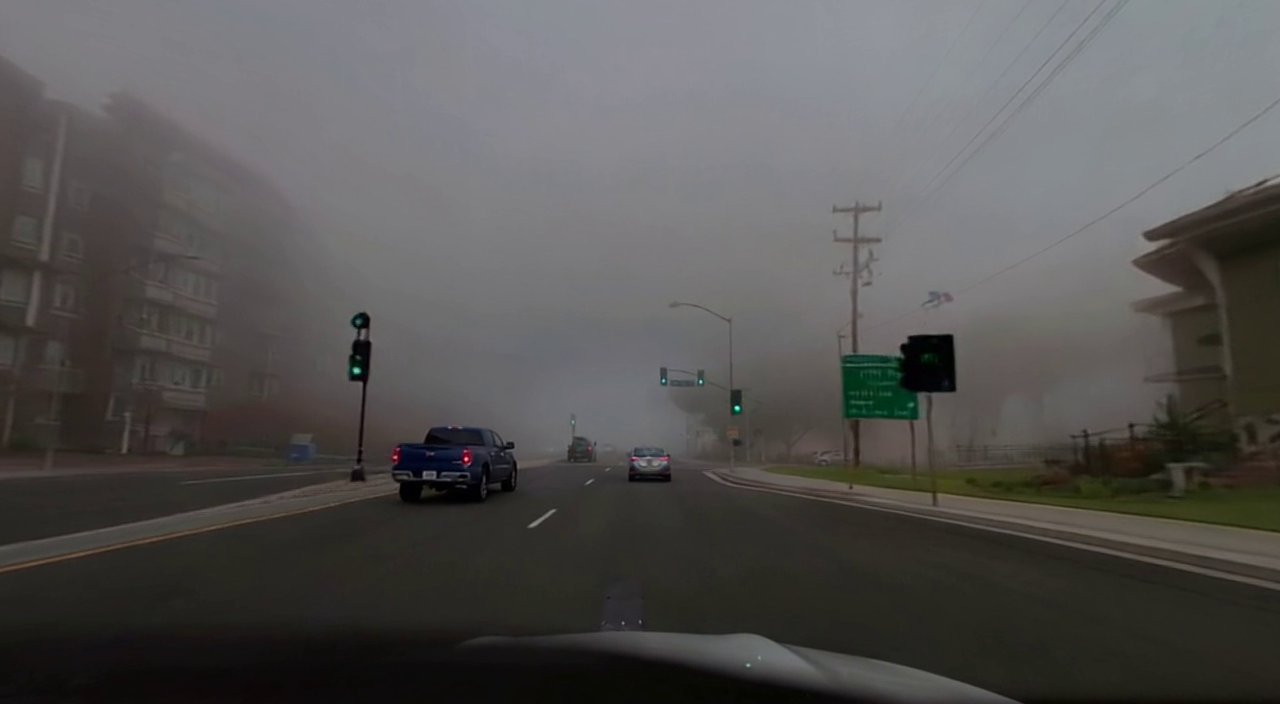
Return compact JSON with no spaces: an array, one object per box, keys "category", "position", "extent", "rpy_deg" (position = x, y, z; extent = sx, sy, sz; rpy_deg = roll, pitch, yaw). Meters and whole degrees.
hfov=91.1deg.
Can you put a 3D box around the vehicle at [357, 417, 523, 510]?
[{"category":"vehicle","position":[-4.759,2.783,16.210],"extent":[2.187,1.904,6.103],"rpy_deg":[0,-8,1]}]

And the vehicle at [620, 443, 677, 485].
[{"category":"vehicle","position":[0.376,4.523,25.647],"extent":[2.122,1.562,4.152],"rpy_deg":[0,-8,1]}]

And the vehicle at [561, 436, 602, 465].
[{"category":"vehicle","position":[-4.301,7.415,47.326],"extent":[2.447,2.062,5.911],"rpy_deg":[0,-8,1]}]
